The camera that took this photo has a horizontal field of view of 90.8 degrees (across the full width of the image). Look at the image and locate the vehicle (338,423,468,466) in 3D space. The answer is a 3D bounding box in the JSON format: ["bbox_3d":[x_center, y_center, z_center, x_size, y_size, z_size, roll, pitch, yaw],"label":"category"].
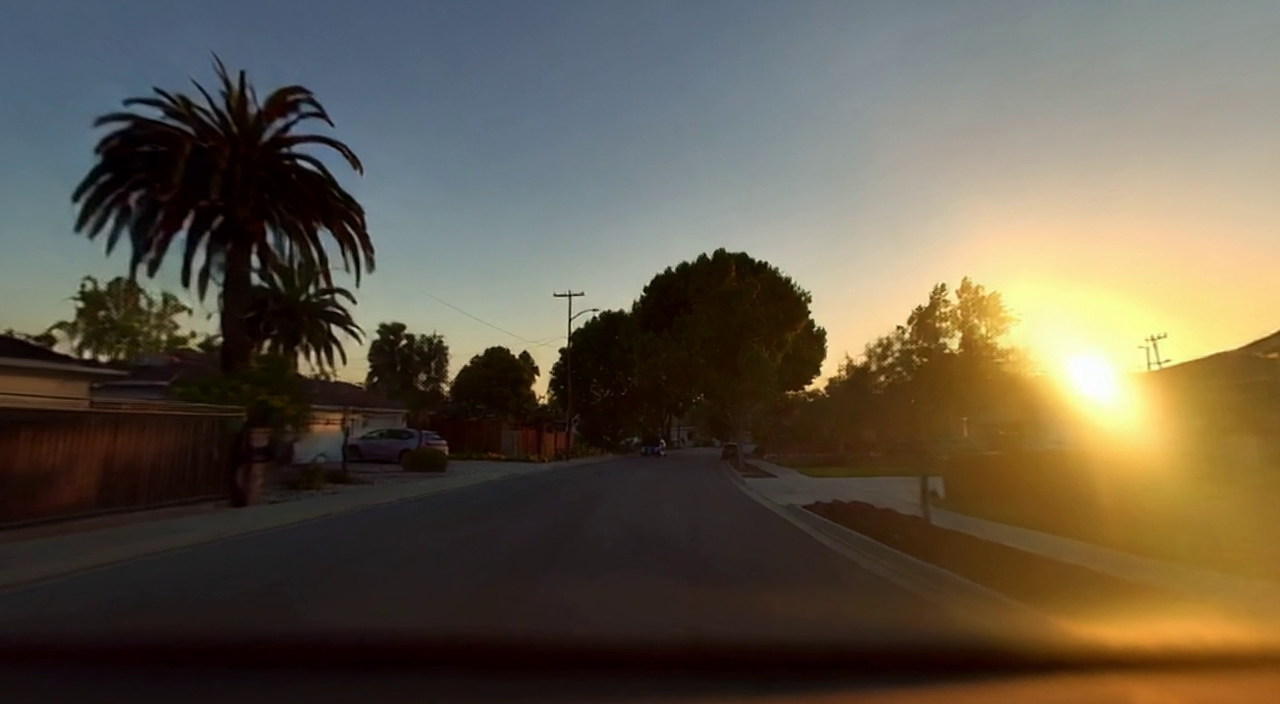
[{"bbox_3d":[-11.572,4.566,31.158,5.497,1.983,2.191,0,-9,3],"label":"vehicle"}]
